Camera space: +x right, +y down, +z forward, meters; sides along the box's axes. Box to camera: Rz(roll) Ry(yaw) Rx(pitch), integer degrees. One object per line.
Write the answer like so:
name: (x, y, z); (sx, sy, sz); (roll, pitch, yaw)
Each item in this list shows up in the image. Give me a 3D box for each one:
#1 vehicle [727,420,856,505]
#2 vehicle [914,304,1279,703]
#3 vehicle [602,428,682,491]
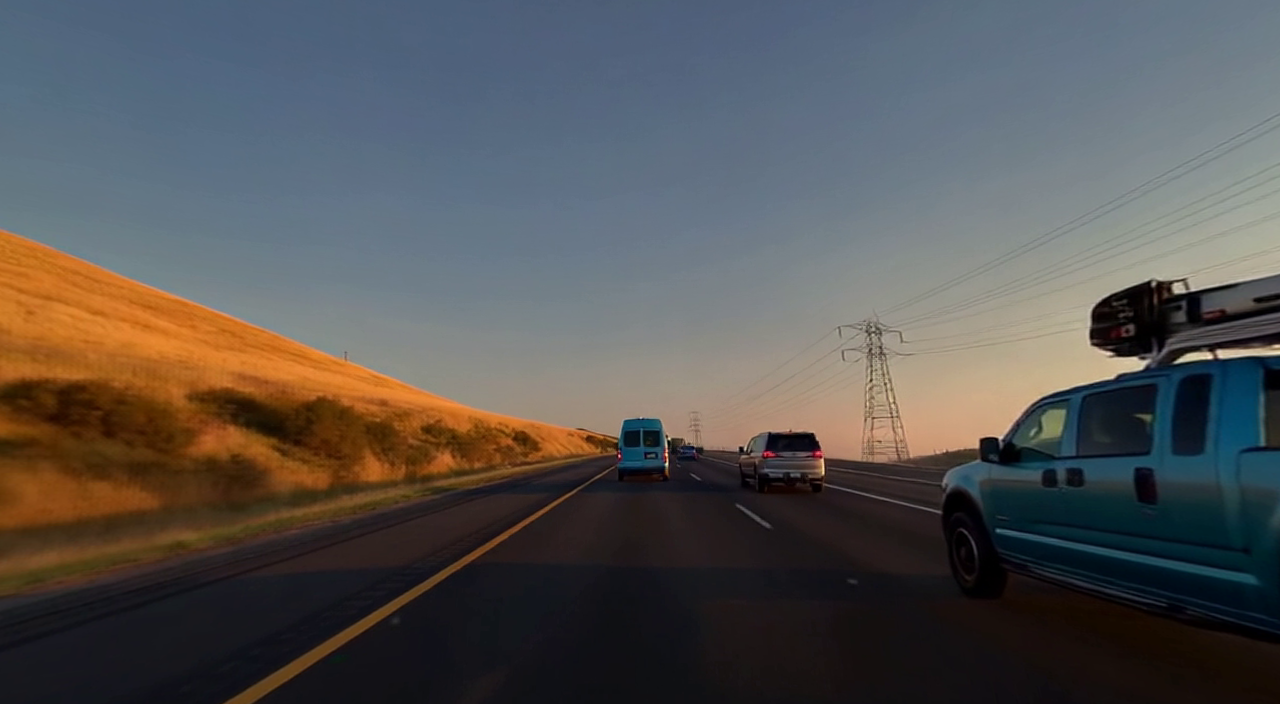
vehicle: (3.598, 2.723, 15.985); (2.139, 1.821, 4.480); (0, -8, 0)
vehicle: (3.936, 0.821, 2.940); (2.691, 1.901, 5.744); (0, -8, 0)
vehicle: (0.102, 3.396, 20.279); (2.268, 1.772, 4.523); (0, -8, 1)
